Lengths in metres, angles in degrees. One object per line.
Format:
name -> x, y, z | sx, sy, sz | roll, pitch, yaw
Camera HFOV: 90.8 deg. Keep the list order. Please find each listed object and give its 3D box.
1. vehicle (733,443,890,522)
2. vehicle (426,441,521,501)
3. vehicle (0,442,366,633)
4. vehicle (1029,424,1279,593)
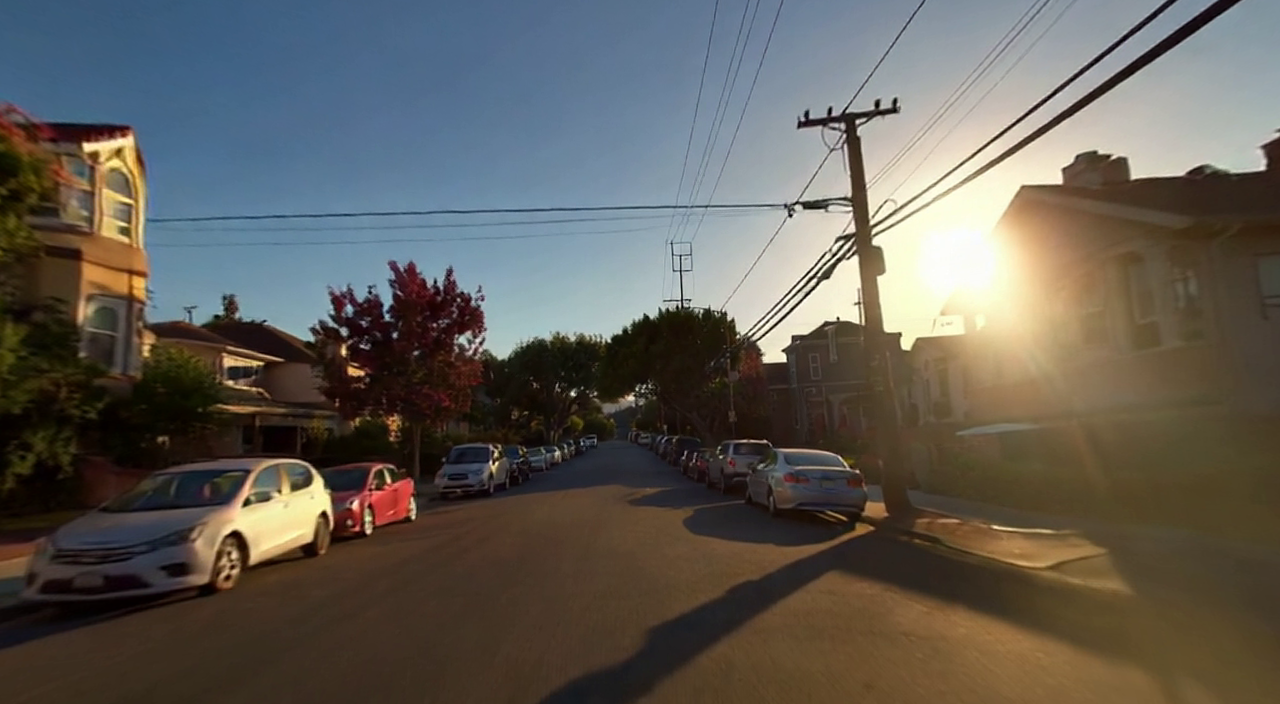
vehicle -> 3.711, 2.901, 14.785 | 2.174, 1.504, 4.809 | 0, -8, -2
vehicle -> -6.084, 4.372, 23.956 | 2.184, 1.958, 5.757 | 0, -8, -1
vehicle -> -5.429, 2.022, 8.057 | 2.032, 1.716, 4.382 | 0, -8, -2
vehicle -> 7.211, 1.583, 6.875 | 4.546, 1.537, 2.076 | 0, -8, 1
